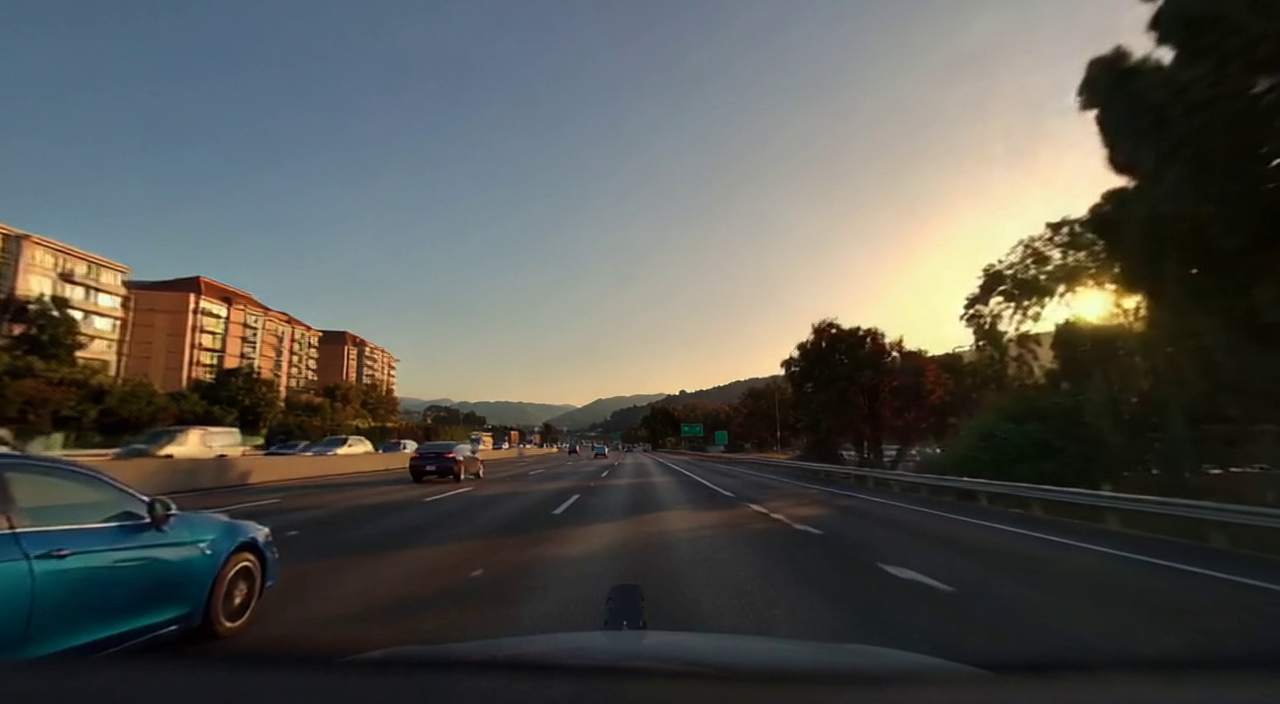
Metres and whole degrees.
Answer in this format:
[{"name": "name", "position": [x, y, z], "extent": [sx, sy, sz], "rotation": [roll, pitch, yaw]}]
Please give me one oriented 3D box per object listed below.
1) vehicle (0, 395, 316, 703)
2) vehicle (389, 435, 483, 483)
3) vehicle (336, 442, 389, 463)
[{"name": "vehicle", "position": [-3.689, 0.957, 2.478], "extent": [2.144, 1.565, 4.951], "rotation": [0, -8, 1]}, {"name": "vehicle", "position": [-7.777, 4.122, 24.529], "extent": [2.118, 1.675, 4.395], "rotation": [0, -8, 1]}, {"name": "vehicle", "position": [-20.562, 7.434, 46.962], "extent": [1.862, 1.440, 4.520], "rotation": [0, -8, 0]}]
